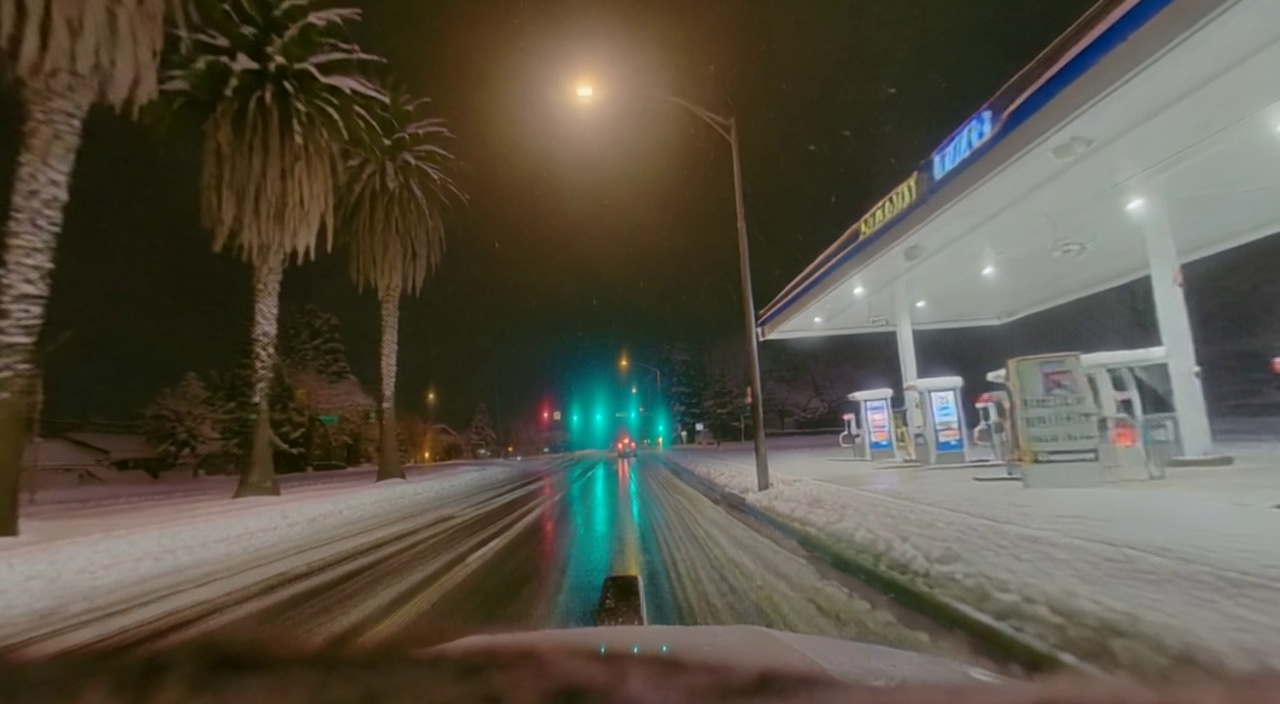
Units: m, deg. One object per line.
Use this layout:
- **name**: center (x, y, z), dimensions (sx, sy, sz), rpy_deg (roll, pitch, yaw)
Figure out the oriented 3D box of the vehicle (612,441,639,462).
- **vehicle**: center (-1.121, 7.818, 49.625), dimensions (2.050, 1.509, 4.148), rpy_deg (0, -8, -1)
